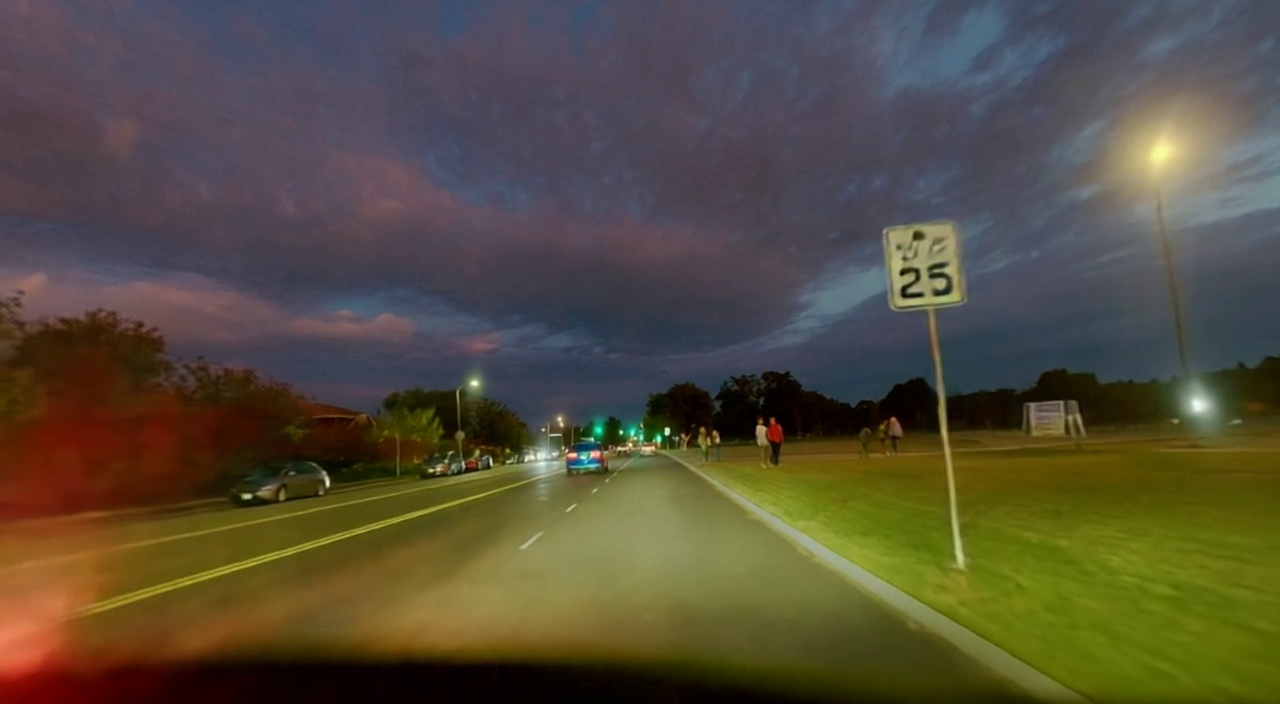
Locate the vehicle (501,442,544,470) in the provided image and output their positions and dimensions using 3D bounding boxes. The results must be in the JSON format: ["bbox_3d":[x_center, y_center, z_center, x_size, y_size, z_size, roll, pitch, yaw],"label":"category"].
[{"bbox_3d":[-8.441,7.515,45.531,2.019,1.907,4.697,-1,-8,2],"label":"vehicle"}]

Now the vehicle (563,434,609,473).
[{"bbox_3d":[-2.698,5.192,32.343,1.908,1.809,4.230,-1,-8,2],"label":"vehicle"}]

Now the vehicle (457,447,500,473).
[{"bbox_3d":[-11.623,7.779,45.446,1.910,1.462,4.581,-4,-7,-1],"label":"vehicle"}]

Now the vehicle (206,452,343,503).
[{"bbox_3d":[-12.187,4.180,21.375,1.887,1.469,4.691,-1,-9,-1],"label":"vehicle"}]

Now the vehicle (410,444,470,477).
[{"bbox_3d":[-11.675,6.324,36.961,1.904,1.728,4.997,1,-8,-1],"label":"vehicle"}]
